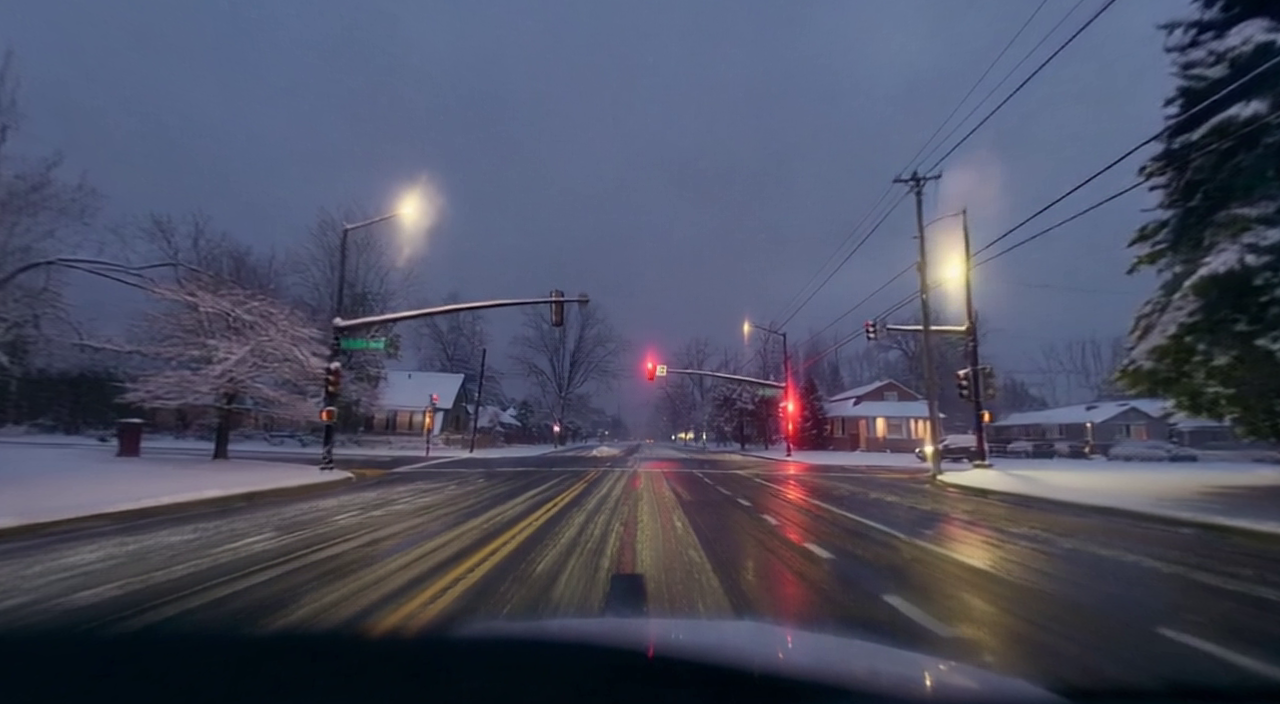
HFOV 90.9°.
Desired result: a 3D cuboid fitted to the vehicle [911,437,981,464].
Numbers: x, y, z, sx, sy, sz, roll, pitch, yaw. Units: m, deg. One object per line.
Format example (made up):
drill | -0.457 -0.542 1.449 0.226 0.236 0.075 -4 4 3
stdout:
vehicle | 23.097 7.477 47.822 2.030 1.927 4.853 2 -9 -13
